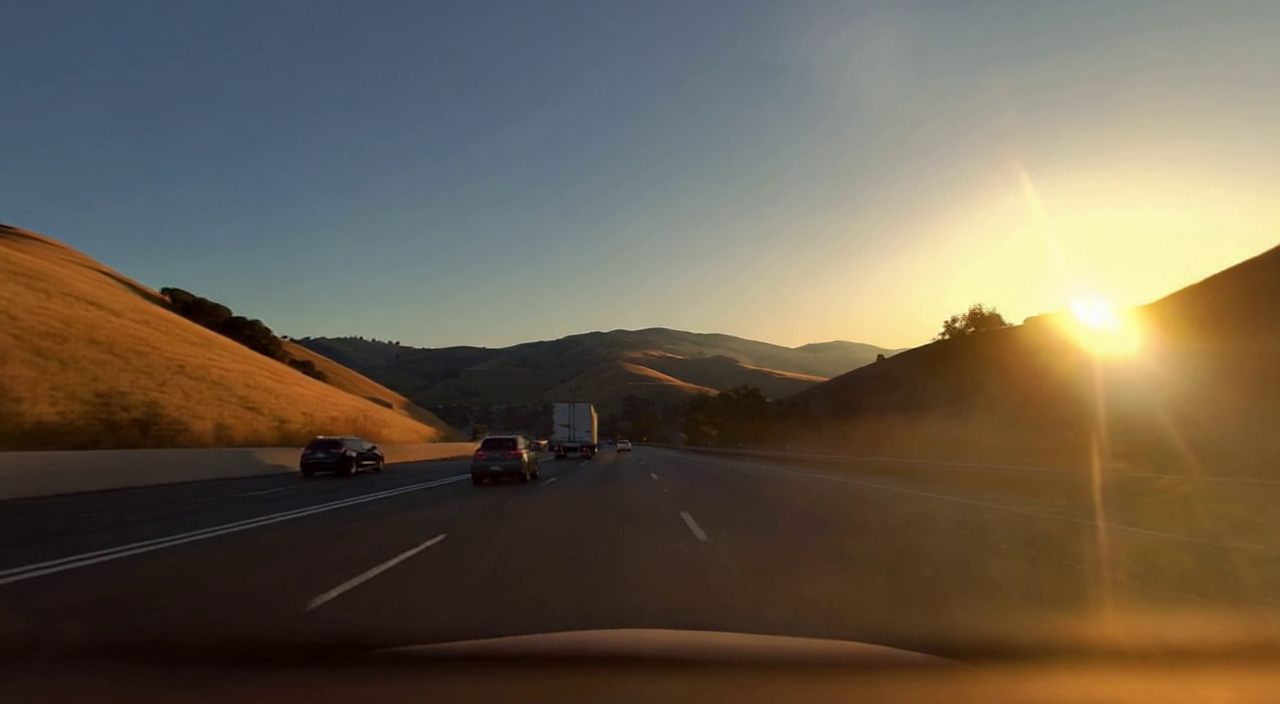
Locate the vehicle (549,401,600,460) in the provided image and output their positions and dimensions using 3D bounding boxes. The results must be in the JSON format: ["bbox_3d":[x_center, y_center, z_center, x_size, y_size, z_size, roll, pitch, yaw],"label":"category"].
[{"bbox_3d":[-4.699,6.053,47.486,2.981,3.860,11.022,0,-8,-2],"label":"vehicle"}]

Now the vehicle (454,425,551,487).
[{"bbox_3d":[-4.193,3.268,19.967,2.099,1.734,4.413,0,-8,0],"label":"vehicle"}]

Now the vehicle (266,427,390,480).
[{"bbox_3d":[-12.044,3.974,24.817,2.130,1.828,5.523,0,-8,-1],"label":"vehicle"}]
